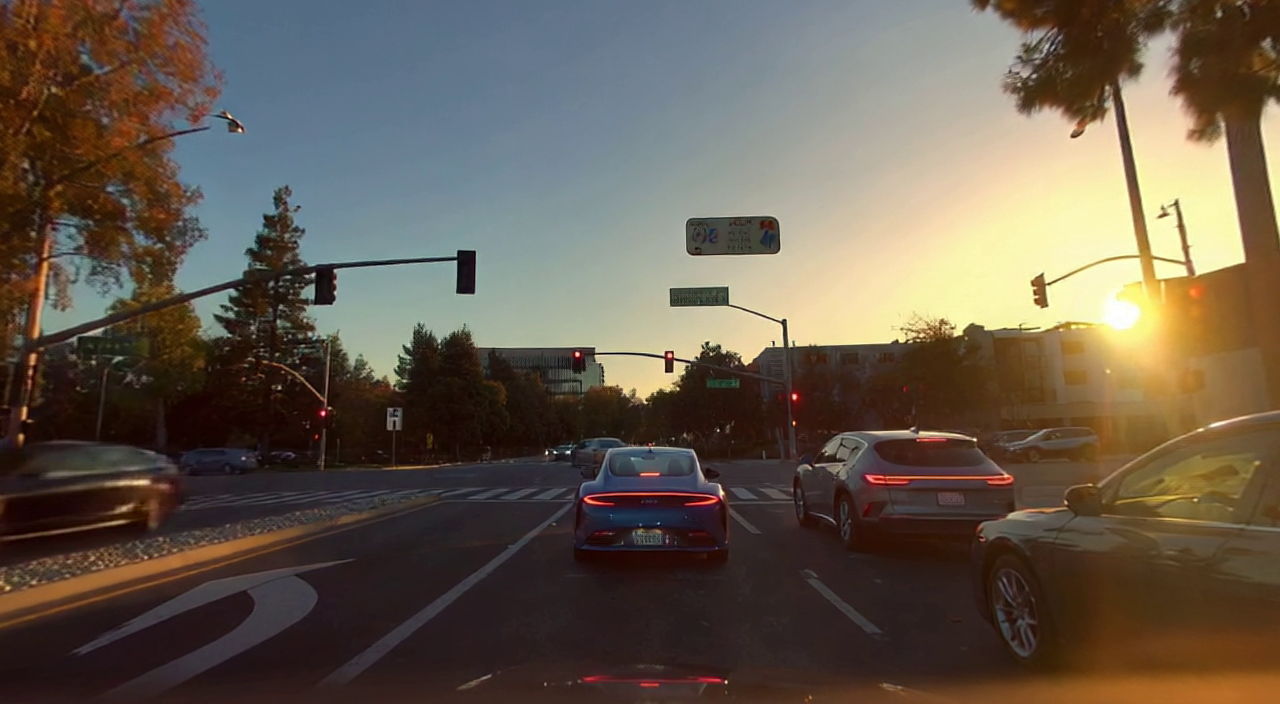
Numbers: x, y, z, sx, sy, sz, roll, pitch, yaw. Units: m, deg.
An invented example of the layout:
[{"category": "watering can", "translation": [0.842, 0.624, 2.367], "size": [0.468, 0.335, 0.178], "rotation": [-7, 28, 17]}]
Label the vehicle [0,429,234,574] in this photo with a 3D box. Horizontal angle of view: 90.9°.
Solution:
[{"category": "vehicle", "translation": [-8.382, 1.958, 8.818], "size": [2.091, 1.651, 4.870], "rotation": [0, -8, 1]}]

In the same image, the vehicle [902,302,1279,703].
[{"category": "vehicle", "translation": [3.102, 0.808, 2.530], "size": [2.143, 1.759, 4.531], "rotation": [0, -8, 0]}]

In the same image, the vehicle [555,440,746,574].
[{"category": "vehicle", "translation": [0.120, 1.872, 8.390], "size": [1.945, 1.343, 3.827], "rotation": [0, -8, 1]}]
